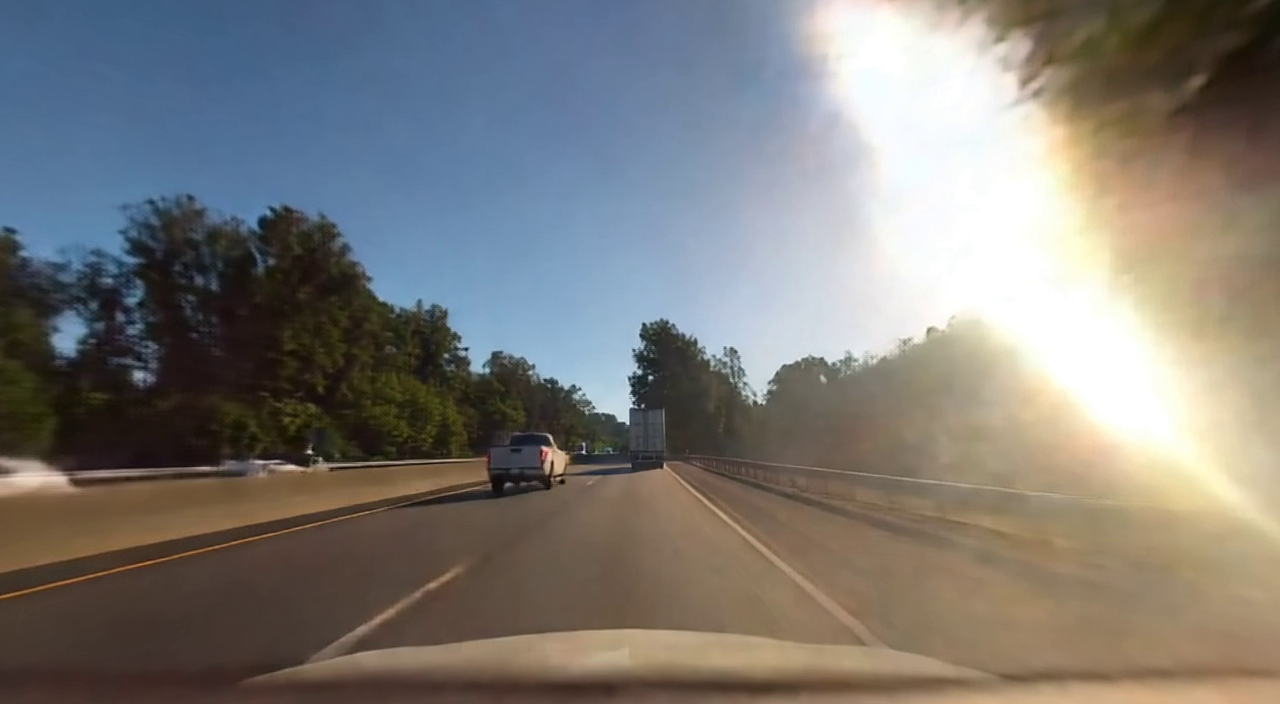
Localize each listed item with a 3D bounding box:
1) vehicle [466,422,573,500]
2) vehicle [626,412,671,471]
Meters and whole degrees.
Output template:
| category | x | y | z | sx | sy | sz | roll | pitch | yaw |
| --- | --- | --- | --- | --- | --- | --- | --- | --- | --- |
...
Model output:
| category | x | y | z | sx | sy | sz | roll | pitch | yaw |
| --- | --- | --- | --- | --- | --- | --- | --- | --- | --- |
| vehicle | -3.663 | 3.466 | 20.414 | 2.283 | 2.156 | 5.546 | 0 | -9 | 1 |
| vehicle | 0.593 | 6.840 | 47.869 | 3.024 | 3.965 | 10.399 | 0 | -9 | 0 |
